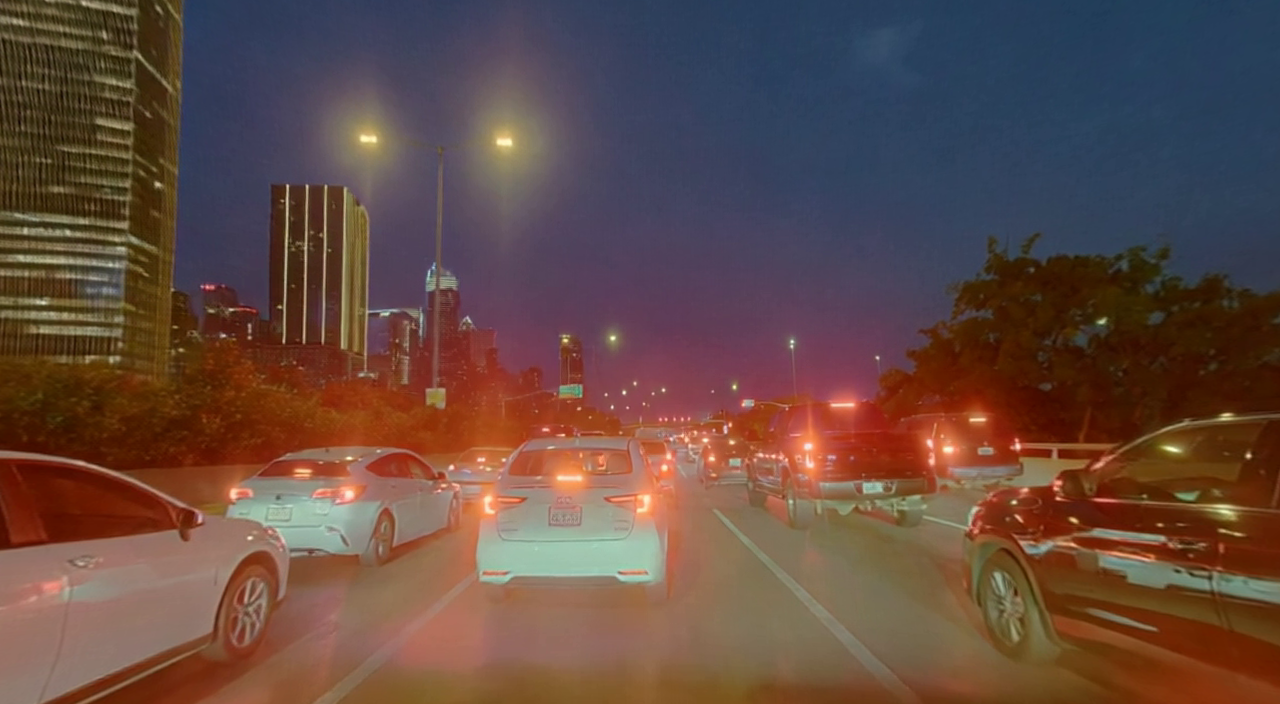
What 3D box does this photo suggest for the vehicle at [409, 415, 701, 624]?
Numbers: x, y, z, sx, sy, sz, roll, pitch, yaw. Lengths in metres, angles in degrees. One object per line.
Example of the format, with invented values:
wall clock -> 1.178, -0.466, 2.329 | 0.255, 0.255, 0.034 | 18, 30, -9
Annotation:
vehicle -> -0.593, 1.569, 6.877 | 2.172, 1.536, 4.250 | 0, -9, 1

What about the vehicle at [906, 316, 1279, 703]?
vehicle -> 3.158, 0.829, 2.621 | 2.024, 1.723, 4.714 | 0, -9, 0

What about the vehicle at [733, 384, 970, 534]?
vehicle -> 3.532, 2.001, 12.190 | 2.497, 2.186, 5.890 | 0, -9, 0
